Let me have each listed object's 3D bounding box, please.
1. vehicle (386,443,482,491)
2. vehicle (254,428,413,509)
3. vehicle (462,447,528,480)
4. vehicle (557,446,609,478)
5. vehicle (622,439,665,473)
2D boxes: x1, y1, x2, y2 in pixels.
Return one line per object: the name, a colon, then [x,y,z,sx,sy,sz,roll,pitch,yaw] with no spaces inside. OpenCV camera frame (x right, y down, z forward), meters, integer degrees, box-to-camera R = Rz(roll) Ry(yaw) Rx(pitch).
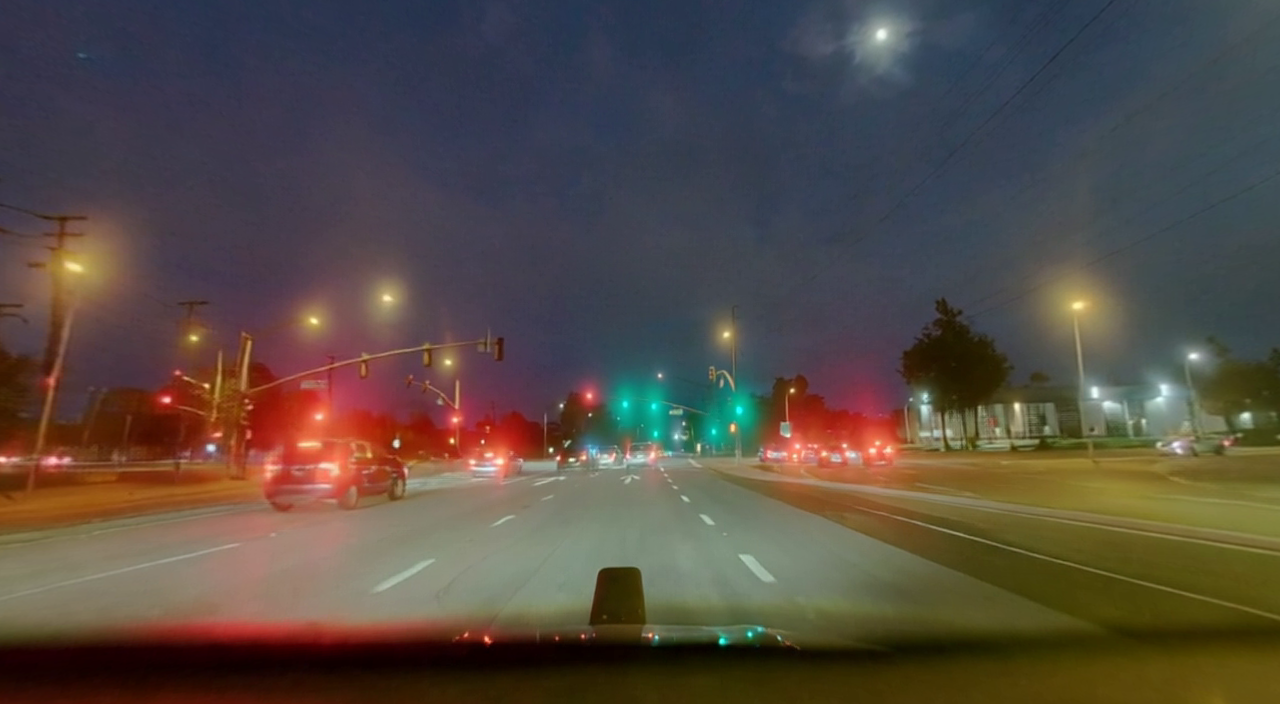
vehicle: [-7.466,4.178,23.379,1.912,1.573,4.299,0,-8,3]
vehicle: [-7.443,2.857,15.902,1.860,1.754,4.089,0,-8,1]
vehicle: [-6.942,5.362,30.683,1.904,1.449,4.580,0,-8,3]
vehicle: [-2.763,5.462,31.691,2.064,1.464,4.373,0,-8,2]
vehicle: [0.292,6.079,37.211,2.276,1.850,3.897,-1,-8,4]
